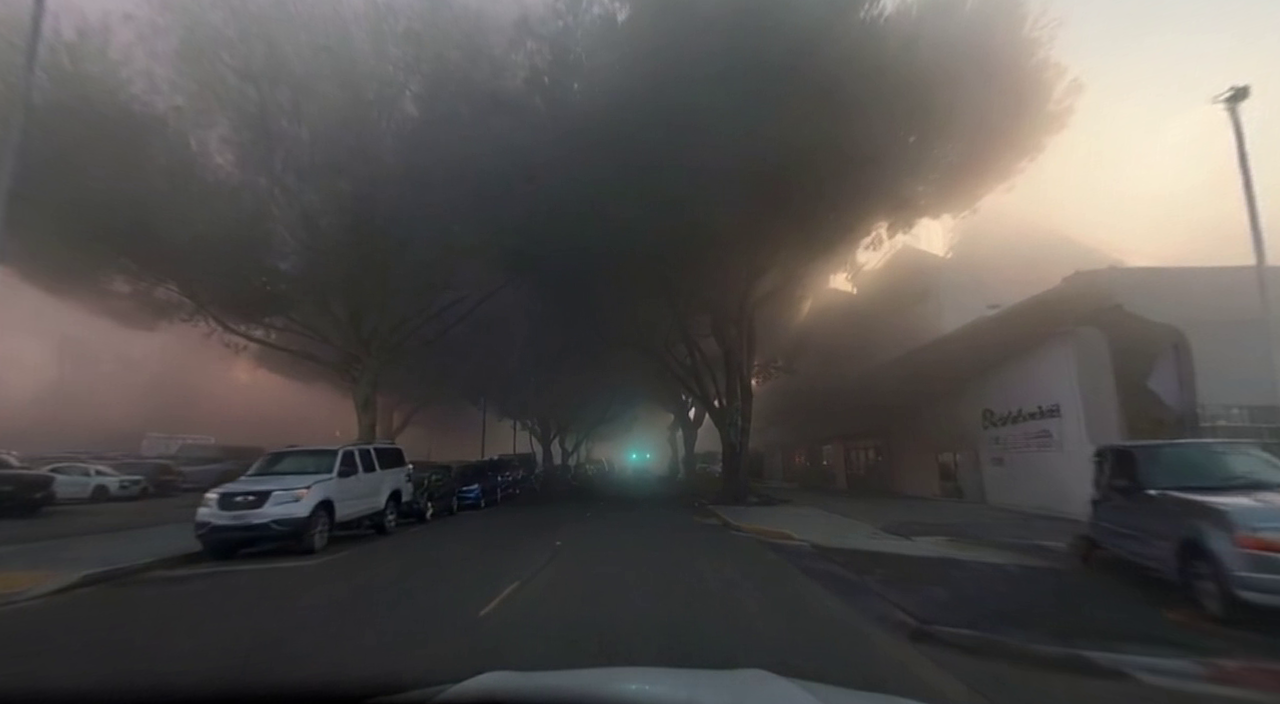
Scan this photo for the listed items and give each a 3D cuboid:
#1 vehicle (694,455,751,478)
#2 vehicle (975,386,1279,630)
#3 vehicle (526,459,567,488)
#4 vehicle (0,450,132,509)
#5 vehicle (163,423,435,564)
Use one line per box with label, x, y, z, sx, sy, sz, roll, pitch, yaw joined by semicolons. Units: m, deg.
vehicle;6.451;9.024;49.481;4.193;1.665;1.924;1;-11;-1
vehicle;5.724;1.470;6.297;2.054;1.779;4.650;1;-11;-1
vehicle;-5.705;7.530;39.086;1.832;1.623;4.424;1;-11;0
vehicle;-16.548;3.488;17.353;3.578;1.455;1.734;-2;-9;1
vehicle;-5.843;2.567;11.959;2.196;2.001;5.548;1;-11;-3
